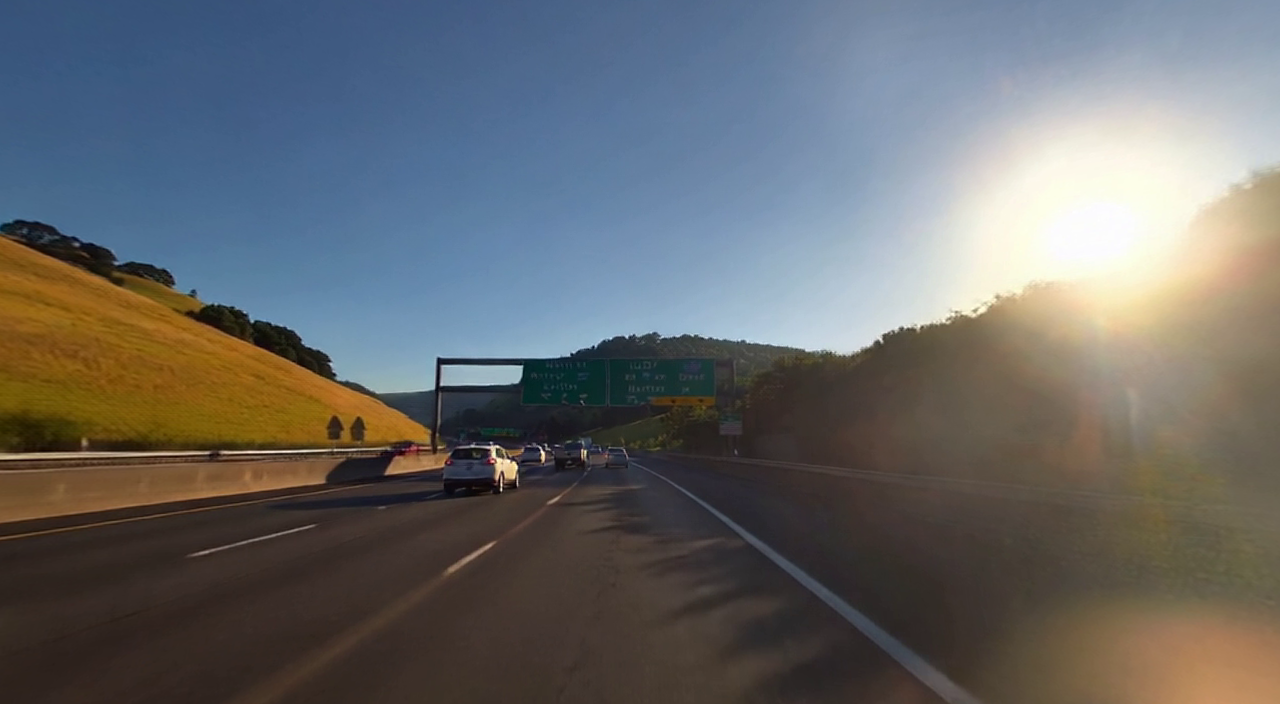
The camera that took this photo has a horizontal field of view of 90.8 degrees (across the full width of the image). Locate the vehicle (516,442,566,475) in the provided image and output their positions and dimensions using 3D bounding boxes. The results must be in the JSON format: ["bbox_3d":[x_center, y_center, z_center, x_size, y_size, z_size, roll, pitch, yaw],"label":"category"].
[{"bbox_3d":[-5.270,5.731,34.039,2.118,1.624,4.032,0,-9,-2],"label":"vehicle"}]

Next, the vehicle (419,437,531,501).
[{"bbox_3d":[-4.679,3.386,18.643,2.208,1.619,4.162,0,-9,0],"label":"vehicle"}]

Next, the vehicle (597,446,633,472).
[{"bbox_3d":[-1.547,6.297,37.375,1.988,1.440,4.201,0,-9,-4],"label":"vehicle"}]
